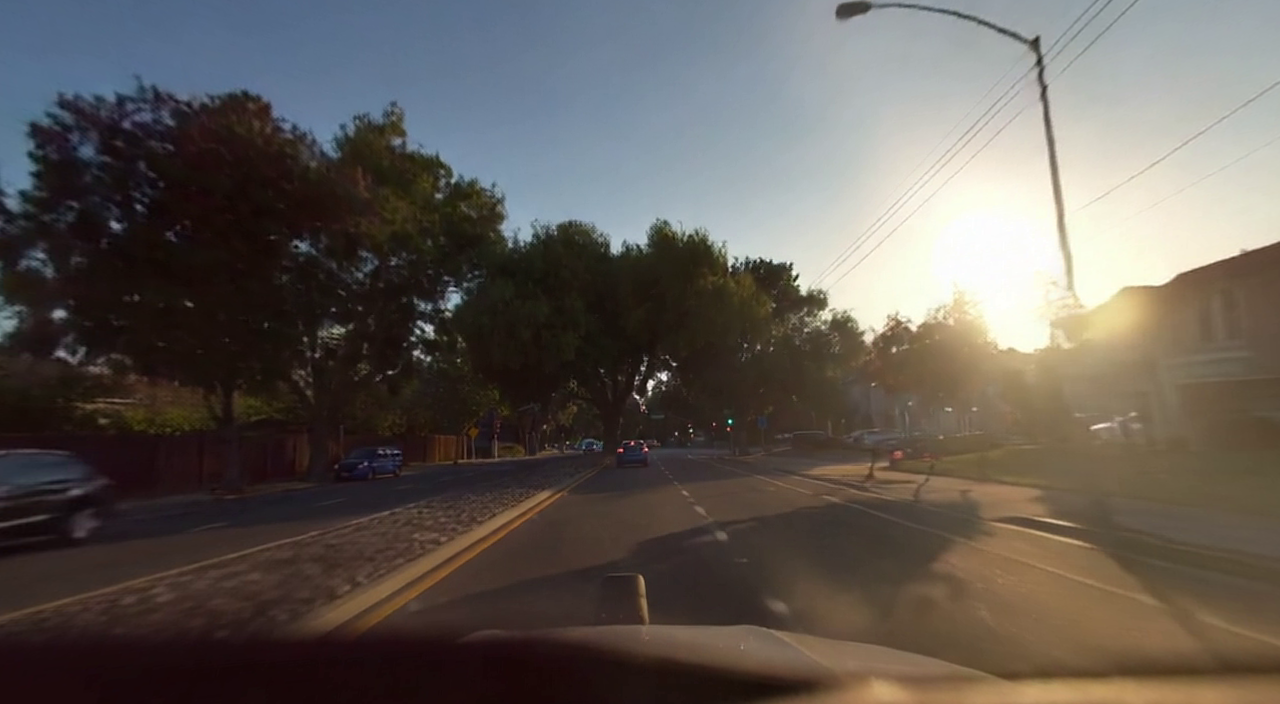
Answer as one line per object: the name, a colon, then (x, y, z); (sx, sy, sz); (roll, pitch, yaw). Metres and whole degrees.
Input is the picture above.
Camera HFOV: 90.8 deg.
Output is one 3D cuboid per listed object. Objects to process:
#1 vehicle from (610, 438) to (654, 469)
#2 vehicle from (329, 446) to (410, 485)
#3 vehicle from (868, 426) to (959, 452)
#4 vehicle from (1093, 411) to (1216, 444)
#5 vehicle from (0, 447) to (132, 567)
vehicle: (-0.420, 5.214, 32.638); (2.104, 1.462, 3.991); (0, -9, -1)
vehicle: (-13.078, 5.488, 30.899); (1.957, 1.754, 4.393); (0, -9, 1)
vehicle: (16.638, 5.341, 38.587); (4.658, 1.495, 1.978); (0, -9, -2)
vehicle: (27.490, 4.072, 33.857); (4.736, 1.646, 2.037); (0, -9, 0)
vehicle: (-9.785, 2.151, 8.765); (1.945, 1.629, 4.197); (0, -9, 0)
